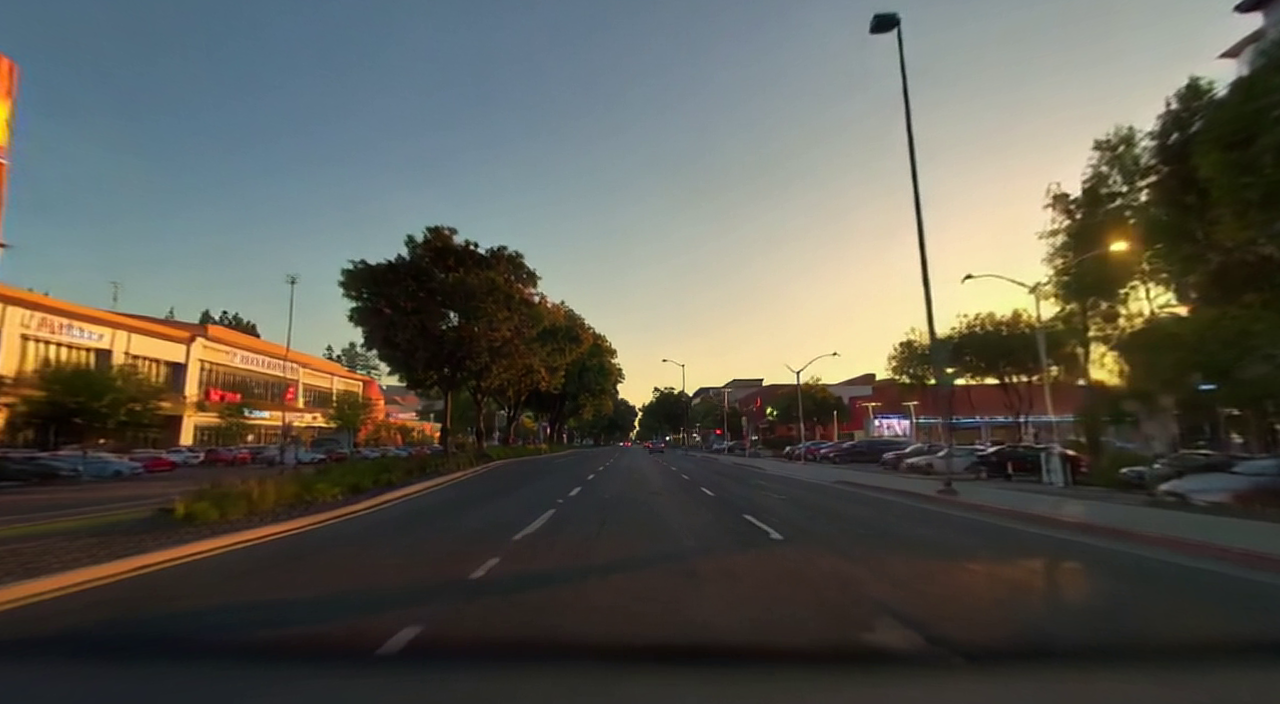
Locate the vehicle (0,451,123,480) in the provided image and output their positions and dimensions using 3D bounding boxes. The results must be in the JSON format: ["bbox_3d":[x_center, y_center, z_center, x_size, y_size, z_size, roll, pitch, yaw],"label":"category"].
[{"bbox_3d":[-30.647,5.979,33.400,4.880,1.464,1.953,0,-8,1],"label":"vehicle"}]

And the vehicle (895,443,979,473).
[{"bbox_3d":[15.724,5.611,33.774,1.936,1.464,4.867,0,-8,-3],"label":"vehicle"}]

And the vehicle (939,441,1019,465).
[{"bbox_3d":[21.803,6.489,40.816,1.908,1.469,4.354,3,-9,-18],"label":"vehicle"}]

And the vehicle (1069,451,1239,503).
[{"bbox_3d":[16.906,4.098,20.936,3.889,1.590,1.950,0,-8,0],"label":"vehicle"}]

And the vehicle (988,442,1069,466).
[{"bbox_3d":[24.701,6.480,40.374,1.950,1.473,4.126,2,-9,-14],"label":"vehicle"}]

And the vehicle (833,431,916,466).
[{"bbox_3d":[14.781,6.147,40.319,2.189,1.951,5.828,-1,-9,-10],"label":"vehicle"}]

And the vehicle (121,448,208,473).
[{"bbox_3d":[-30.543,6.957,40.625,4.104,1.576,1.852,0,-8,2],"label":"vehicle"}]
